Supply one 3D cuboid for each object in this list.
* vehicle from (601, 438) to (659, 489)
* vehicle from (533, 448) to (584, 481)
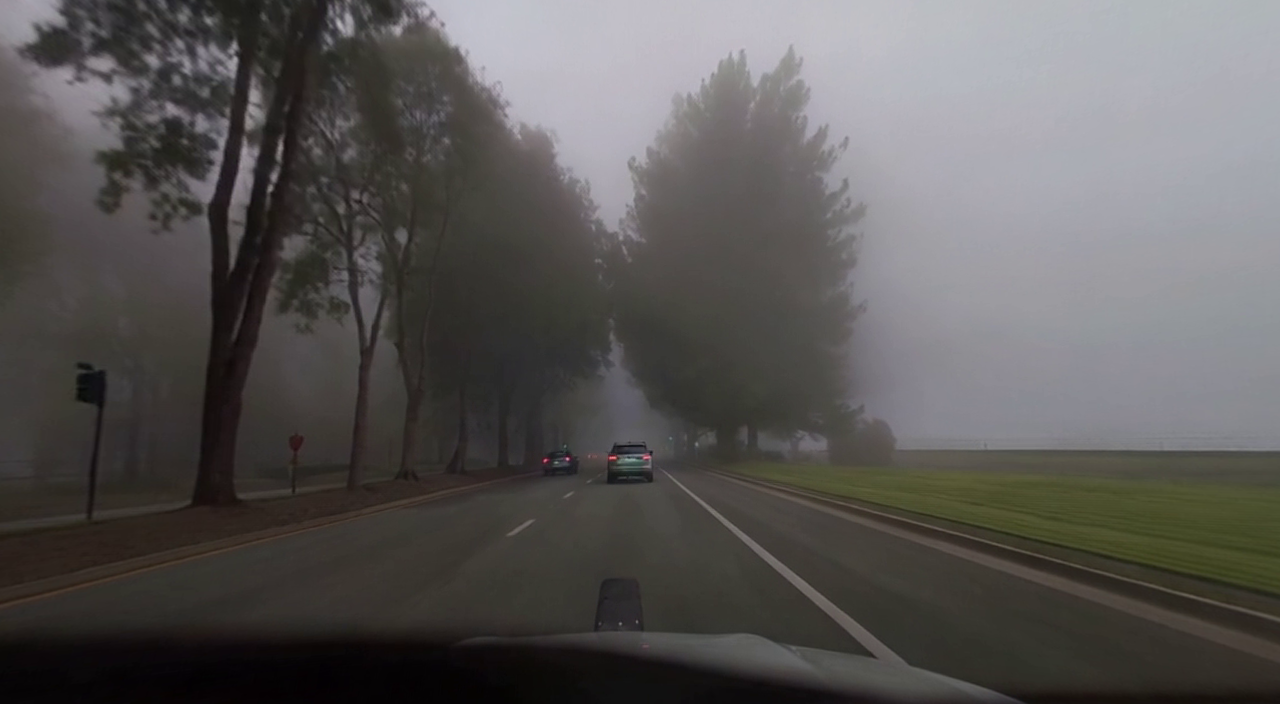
[{"bbox_3d":[-0.340,4.187,24.049,2.018,1.769,3.897,0,-8,0],"label":"vehicle"},{"bbox_3d":[-4.007,5.605,31.739,1.936,1.538,4.016,0,-8,1],"label":"vehicle"}]
